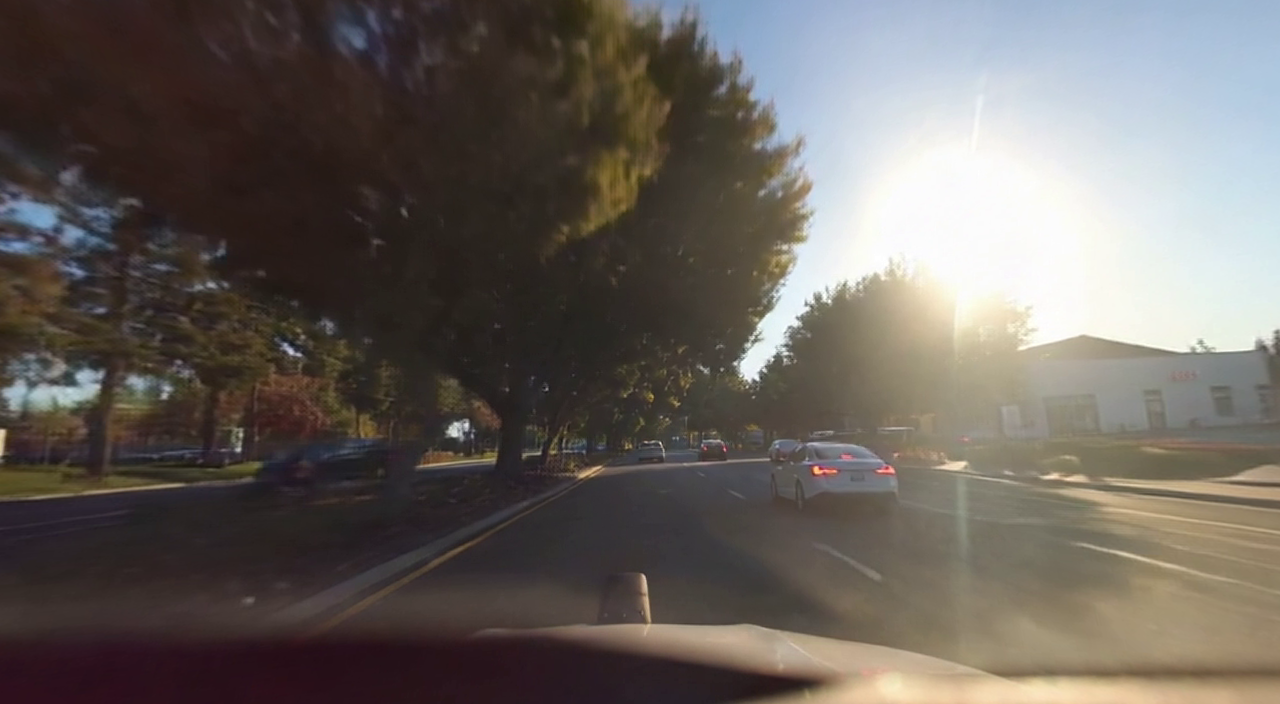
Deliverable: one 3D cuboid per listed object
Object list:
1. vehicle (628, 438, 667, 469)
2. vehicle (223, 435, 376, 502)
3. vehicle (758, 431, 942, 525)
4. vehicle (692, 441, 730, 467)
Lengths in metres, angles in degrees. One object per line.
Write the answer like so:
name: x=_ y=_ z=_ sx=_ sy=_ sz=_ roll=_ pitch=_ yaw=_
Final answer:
vehicle: x=0.493 y=5.991 z=37.143 sx=2.172 sy=1.694 sz=4.055 roll=0 pitch=-9 yaw=1
vehicle: x=-9.626 y=3.302 z=18.235 sx=2.004 sy=1.683 sz=4.290 roll=0 pitch=-9 yaw=0
vehicle: x=3.897 y=2.435 z=12.739 sx=2.119 sy=1.509 sz=4.756 roll=0 pitch=-9 yaw=0
vehicle: x=4.519 y=6.565 z=40.566 sx=1.980 sy=1.515 sz=4.362 roll=0 pitch=-9 yaw=0
